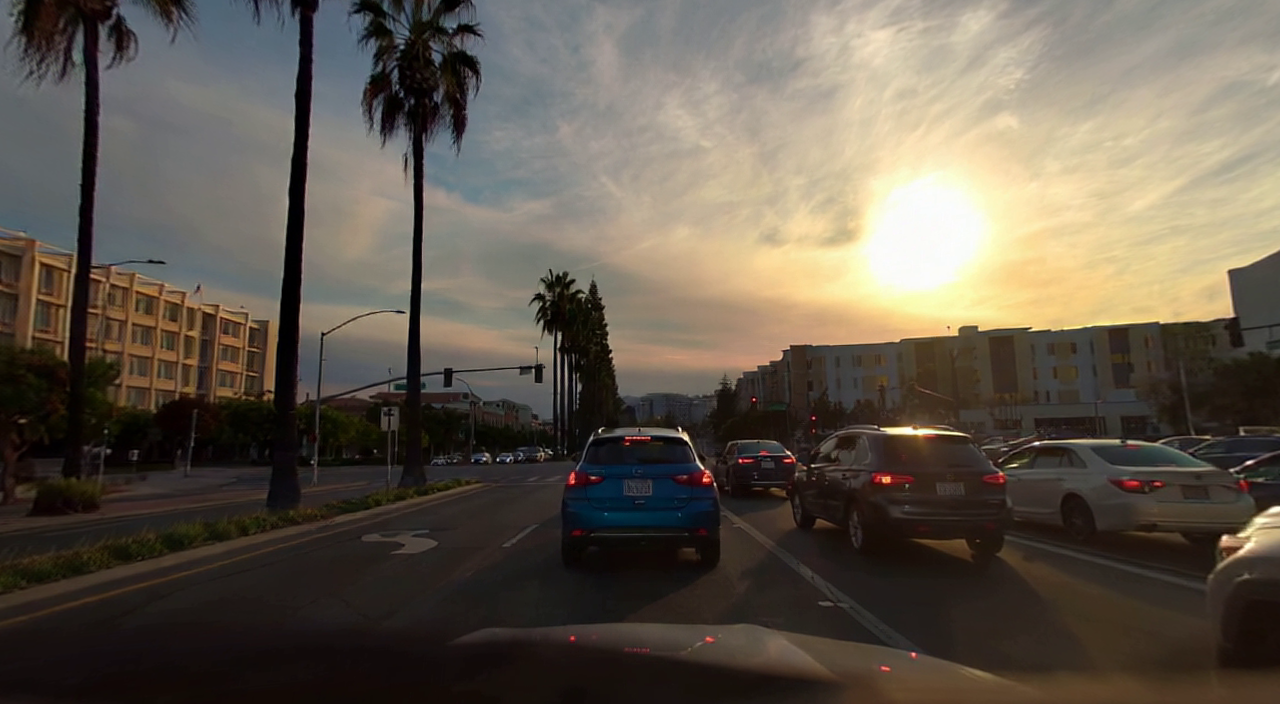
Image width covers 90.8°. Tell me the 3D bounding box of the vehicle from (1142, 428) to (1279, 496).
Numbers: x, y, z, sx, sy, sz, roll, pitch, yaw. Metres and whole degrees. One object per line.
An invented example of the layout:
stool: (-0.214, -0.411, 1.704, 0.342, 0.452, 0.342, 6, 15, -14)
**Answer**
vehicle: (18.034, 3.205, 18.521, 4.786, 1.848, 2.107, 0, -9, -1)

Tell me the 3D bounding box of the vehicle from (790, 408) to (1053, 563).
vehicle: (3.665, 1.820, 9.254, 1.947, 1.725, 4.159, 0, -9, 1)

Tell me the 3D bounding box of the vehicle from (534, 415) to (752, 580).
vehicle: (0.027, 1.707, 8.139, 2.083, 1.572, 4.021, 0, -9, 0)

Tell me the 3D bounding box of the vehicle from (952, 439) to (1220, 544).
vehicle: (7.361, 2.299, 11.059, 1.832, 1.477, 3.981, 0, -9, 1)
